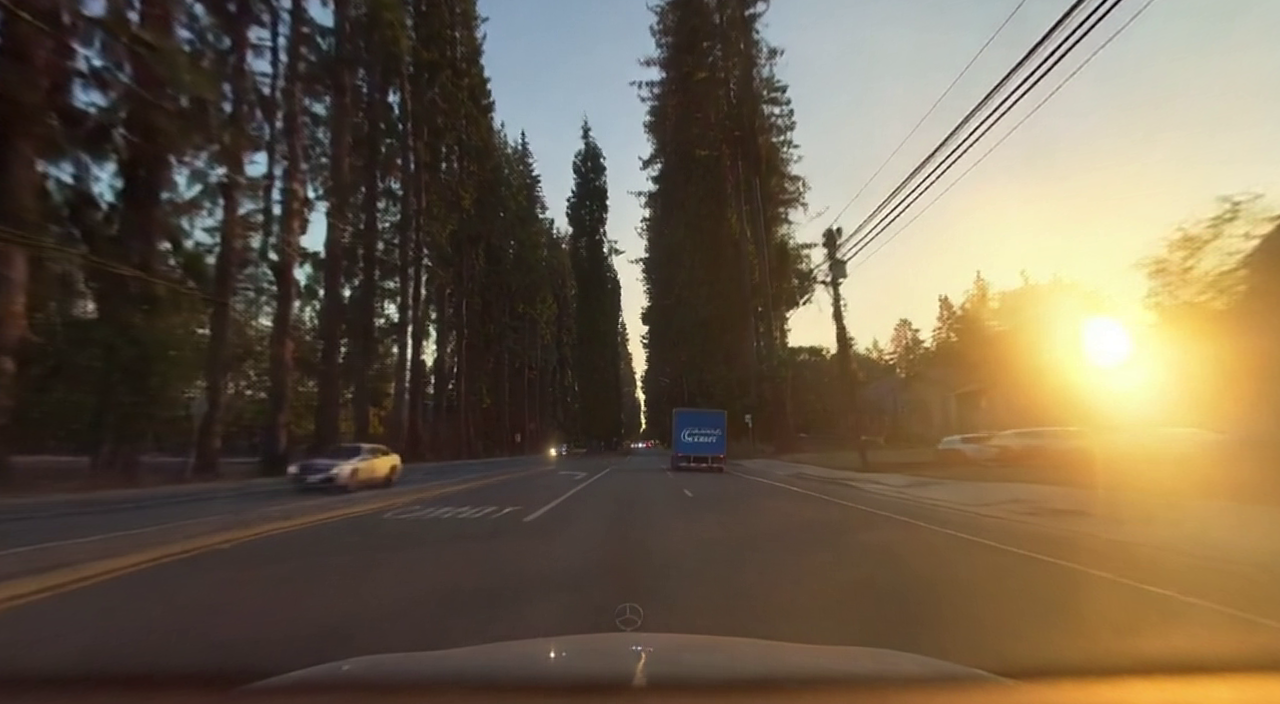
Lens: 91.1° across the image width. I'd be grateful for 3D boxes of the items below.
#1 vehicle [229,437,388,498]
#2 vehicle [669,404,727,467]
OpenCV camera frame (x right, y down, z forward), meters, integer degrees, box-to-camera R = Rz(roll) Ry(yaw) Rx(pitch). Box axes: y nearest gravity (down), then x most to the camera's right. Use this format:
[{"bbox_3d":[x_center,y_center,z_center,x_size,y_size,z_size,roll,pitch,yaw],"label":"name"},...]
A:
[{"bbox_3d":[-9.071,3.171,17.736,2.011,1.460,4.420,0,-8,1],"label":"vehicle"},{"bbox_3d":[3.802,5.849,43.550,2.973,3.848,9.336,1,-8,-1],"label":"vehicle"}]
